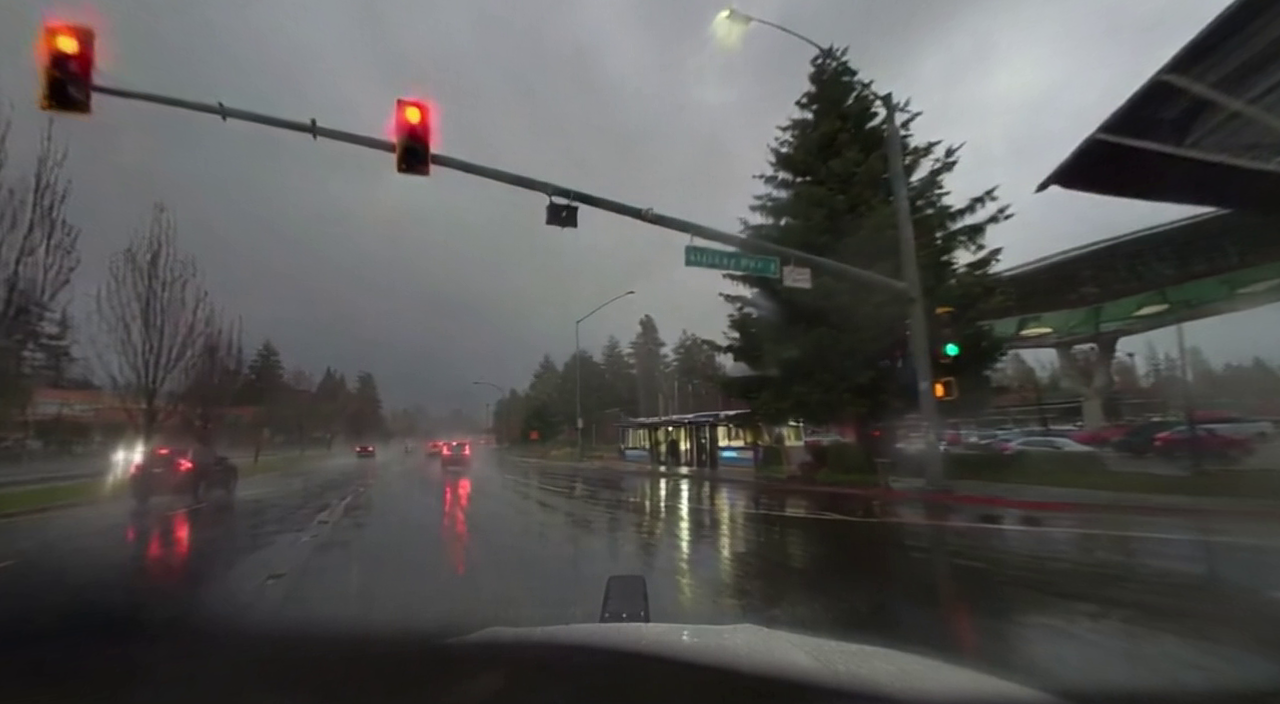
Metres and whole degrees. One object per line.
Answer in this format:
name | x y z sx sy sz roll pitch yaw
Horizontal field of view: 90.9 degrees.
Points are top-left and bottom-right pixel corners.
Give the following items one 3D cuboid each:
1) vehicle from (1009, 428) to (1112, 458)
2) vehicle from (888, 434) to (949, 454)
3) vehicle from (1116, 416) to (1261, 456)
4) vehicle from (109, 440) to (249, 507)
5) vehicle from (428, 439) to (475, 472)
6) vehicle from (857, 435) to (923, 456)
vehicle | 24.030 5.233 36.239 1.796 1.445 4.535 -2 -7 -22
vehicle | 21.390 7.030 48.544 1.741 1.458 4.013 4 -9 -25
vehicle | 26.474 4.134 30.686 1.860 1.629 4.805 -2 -8 -24
vehicle | -13.904 3.607 19.410 2.097 1.782 4.682 3 -9 -19
vehicle | -11.310 6.132 37.705 2.345 1.803 4.261 3 -9 -20
vehicle | 18.745 7.010 47.497 1.896 1.459 4.611 3 -9 -22
